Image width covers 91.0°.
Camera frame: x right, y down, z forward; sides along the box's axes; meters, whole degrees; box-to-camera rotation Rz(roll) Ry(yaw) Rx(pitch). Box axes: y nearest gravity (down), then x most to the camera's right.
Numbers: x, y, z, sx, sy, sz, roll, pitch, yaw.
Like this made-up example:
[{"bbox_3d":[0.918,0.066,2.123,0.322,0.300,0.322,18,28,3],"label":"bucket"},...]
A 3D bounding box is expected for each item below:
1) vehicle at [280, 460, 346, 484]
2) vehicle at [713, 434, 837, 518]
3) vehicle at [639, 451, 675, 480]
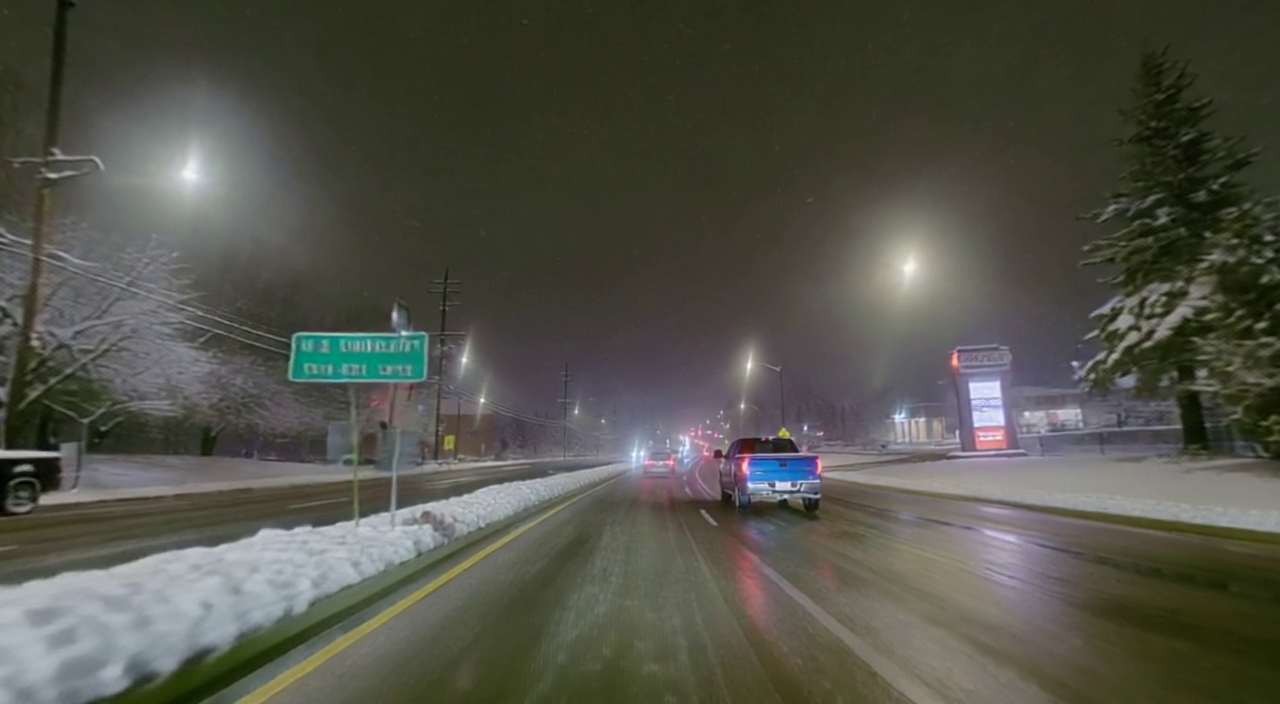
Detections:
[{"bbox_3d":[-23.375,8.565,45.186,1.890,1.519,4.431,-1,-9,8],"label":"vehicle"},{"bbox_3d":[3.482,3.333,17.587,2.367,1.919,5.651,0,-9,2],"label":"vehicle"},{"bbox_3d":[1.050,6.534,36.490,1.968,1.521,4.262,0,-9,3],"label":"vehicle"}]
